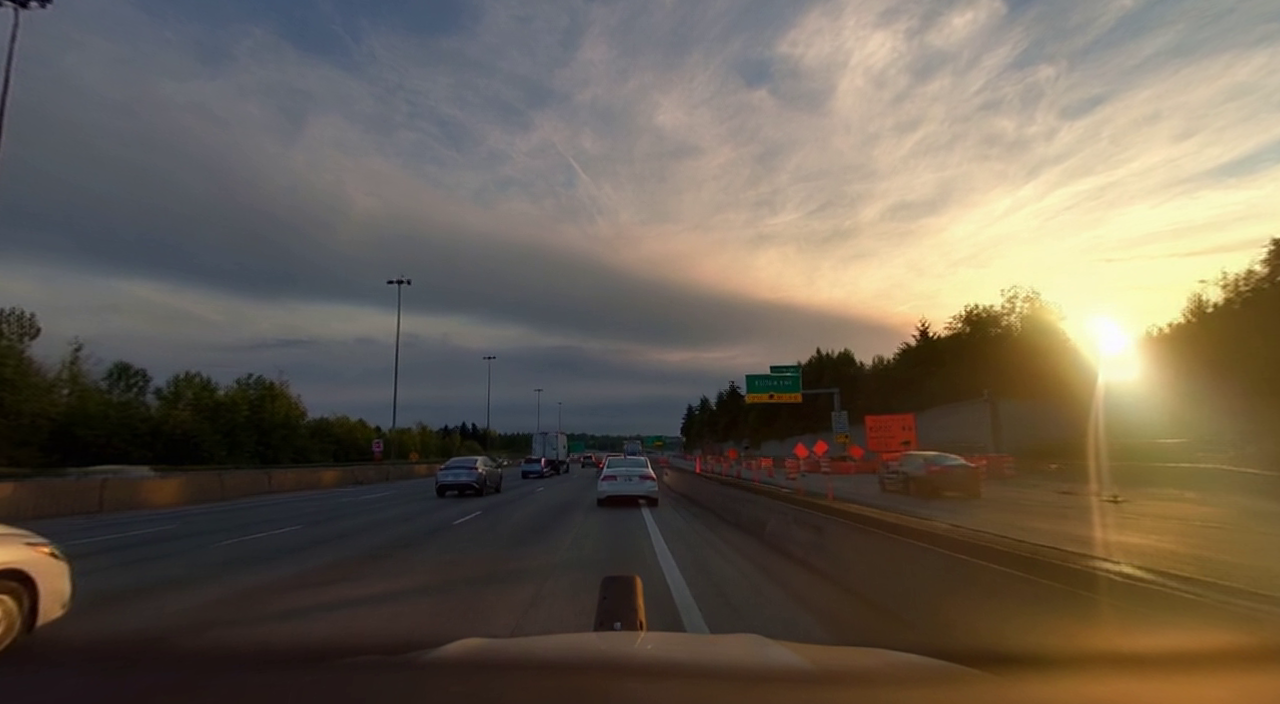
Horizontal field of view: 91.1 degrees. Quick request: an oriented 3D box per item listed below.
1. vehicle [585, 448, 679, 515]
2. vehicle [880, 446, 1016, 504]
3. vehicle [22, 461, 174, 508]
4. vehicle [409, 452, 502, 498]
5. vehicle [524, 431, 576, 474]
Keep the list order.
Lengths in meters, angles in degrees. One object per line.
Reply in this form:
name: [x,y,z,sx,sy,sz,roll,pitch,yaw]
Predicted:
vehicle: [-0.230,3.135,15.685,2.080,1.451,3.512,0,-9,-2]
vehicle: [8.654,3.460,18.093,1.871,1.460,3.754,0,-9,-3]
vehicle: [-18.894,4.597,22.204,1.815,1.416,4.035,0,-9,-2]
vehicle: [-6.337,4.254,22.117,2.063,1.417,4.000,0,-9,-1]
vehicle: [-5.925,6.759,42.270,2.326,2.645,6.249,-1,-9,2]
